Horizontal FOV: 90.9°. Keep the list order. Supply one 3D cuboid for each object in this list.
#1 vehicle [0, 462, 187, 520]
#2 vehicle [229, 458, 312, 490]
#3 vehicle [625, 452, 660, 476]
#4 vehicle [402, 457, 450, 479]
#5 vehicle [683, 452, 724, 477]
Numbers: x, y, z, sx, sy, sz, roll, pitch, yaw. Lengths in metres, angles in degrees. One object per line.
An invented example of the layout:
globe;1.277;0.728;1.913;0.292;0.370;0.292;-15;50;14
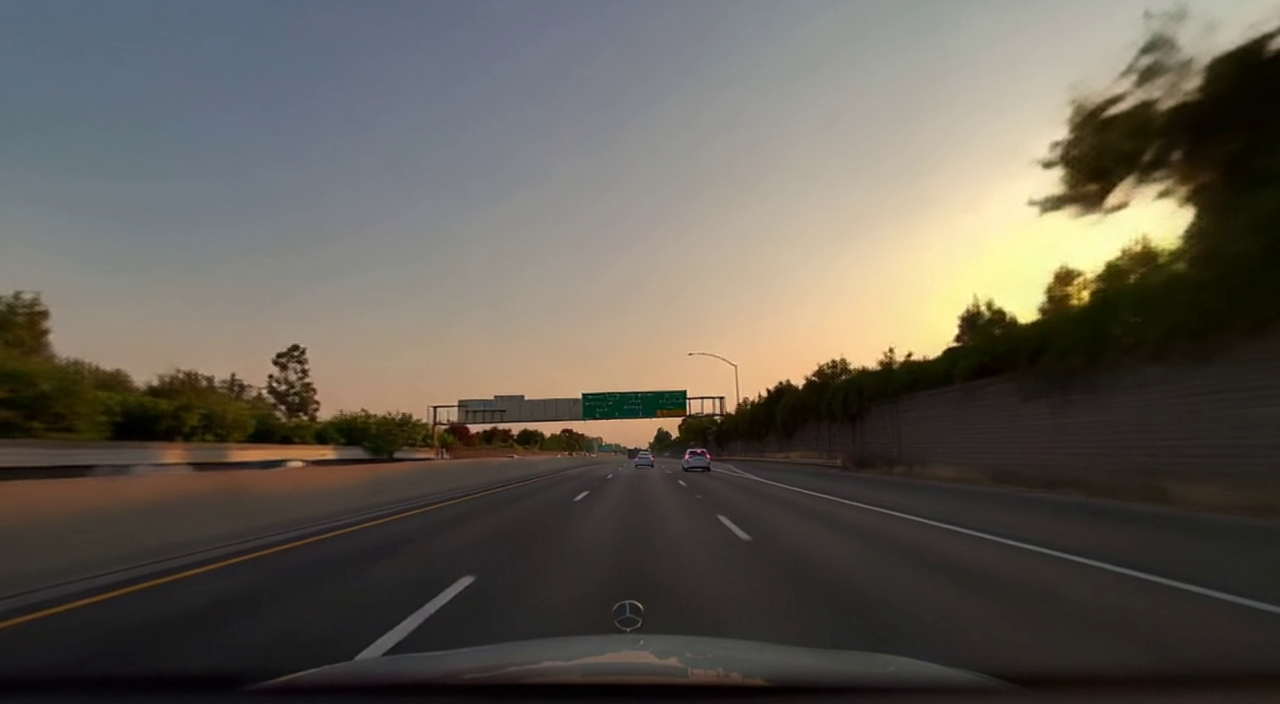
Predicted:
vehicle;-16.847;4.224;19.669;1.860;1.495;4.658;0;-9;1
vehicle;-20.710;6.842;35.554;2.050;1.644;4.292;0;-9;0
vehicle;0.143;6.987;39.596;2.065;1.400;4.028;0;-9;-1
vehicle;-15.930;8.670;47.220;1.919;1.473;4.498;-1;-9;2
vehicle;3.571;6.440;36.187;1.883;1.320;3.386;0;-9;-2
